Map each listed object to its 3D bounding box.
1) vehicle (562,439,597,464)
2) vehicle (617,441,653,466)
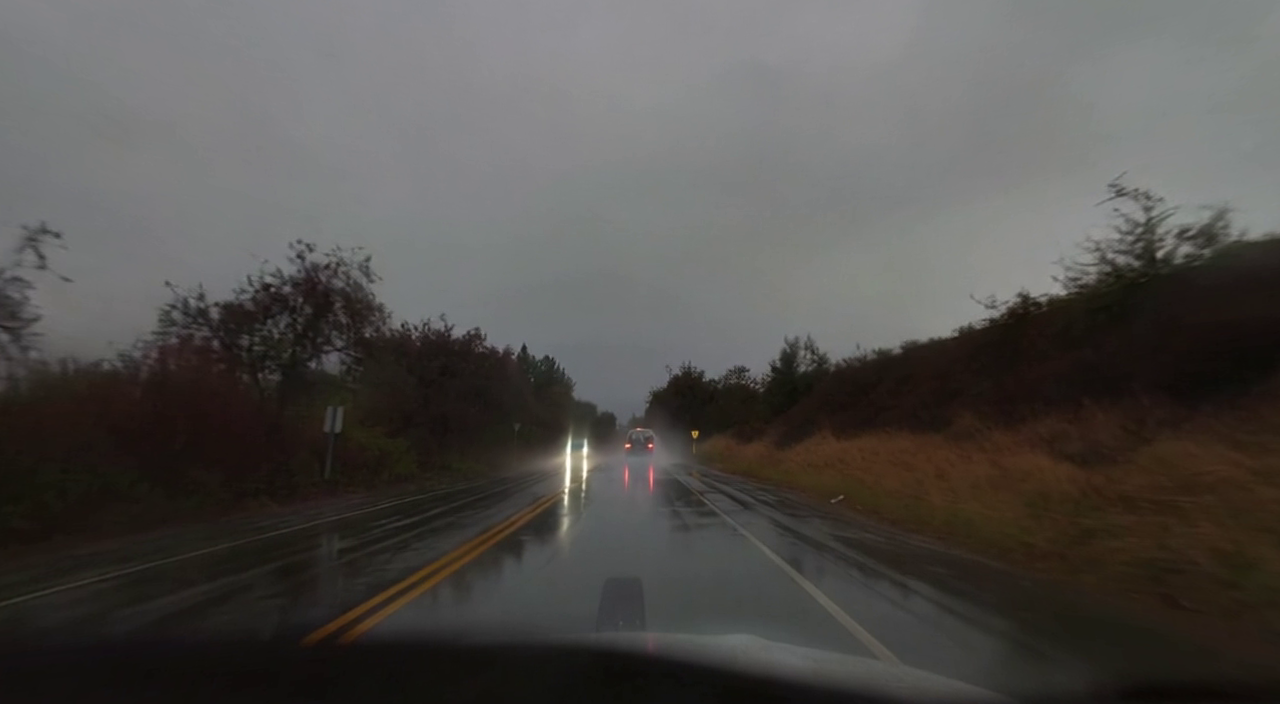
[{"bbox_3d":[-4.630,7.702,49.073,2.236,1.848,4.683,0,-9,0],"label":"vehicle"},{"bbox_3d":[-0.327,6.391,39.996,2.186,1.486,3.861,0,-9,0],"label":"vehicle"}]
